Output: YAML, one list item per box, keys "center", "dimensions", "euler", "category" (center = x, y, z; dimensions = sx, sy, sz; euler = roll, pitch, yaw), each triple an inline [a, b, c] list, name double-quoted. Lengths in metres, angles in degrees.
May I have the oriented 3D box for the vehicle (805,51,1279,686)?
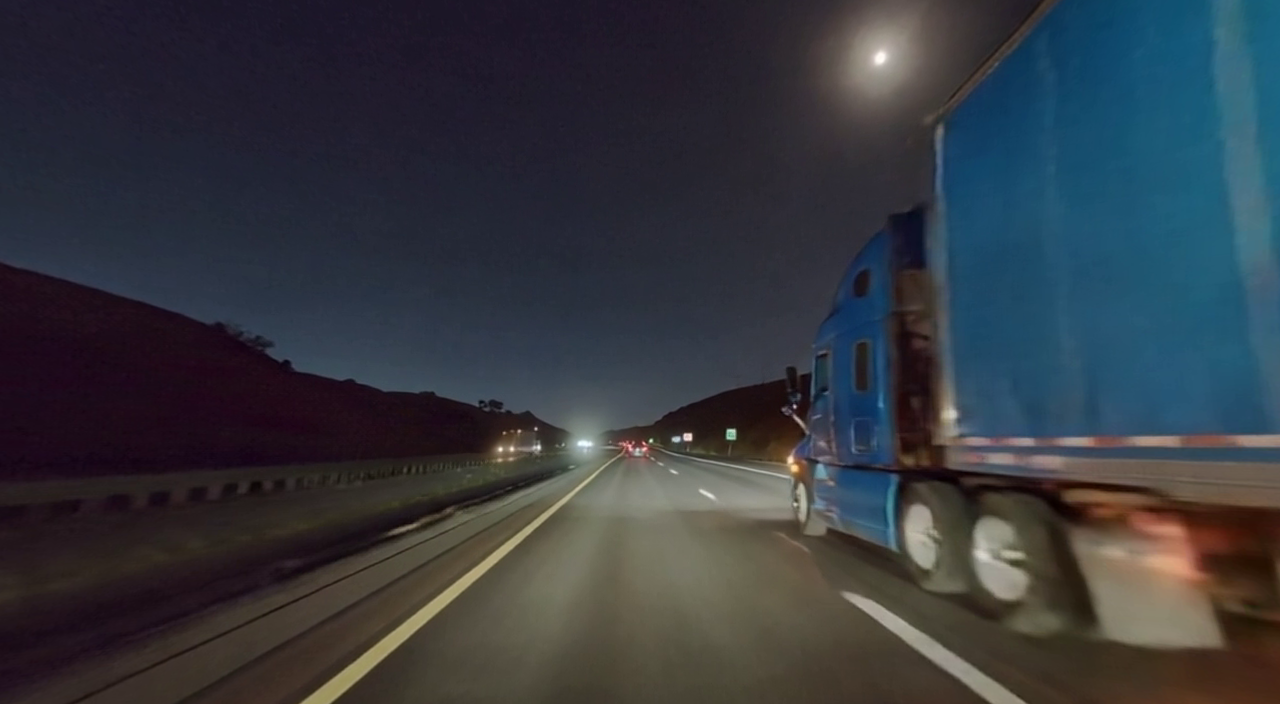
- center: [4.164, 0.308, 6.310]
  dimensions: [3.568, 3.906, 4.895]
  euler: [-1, -9, 0]
  category: "vehicle"
